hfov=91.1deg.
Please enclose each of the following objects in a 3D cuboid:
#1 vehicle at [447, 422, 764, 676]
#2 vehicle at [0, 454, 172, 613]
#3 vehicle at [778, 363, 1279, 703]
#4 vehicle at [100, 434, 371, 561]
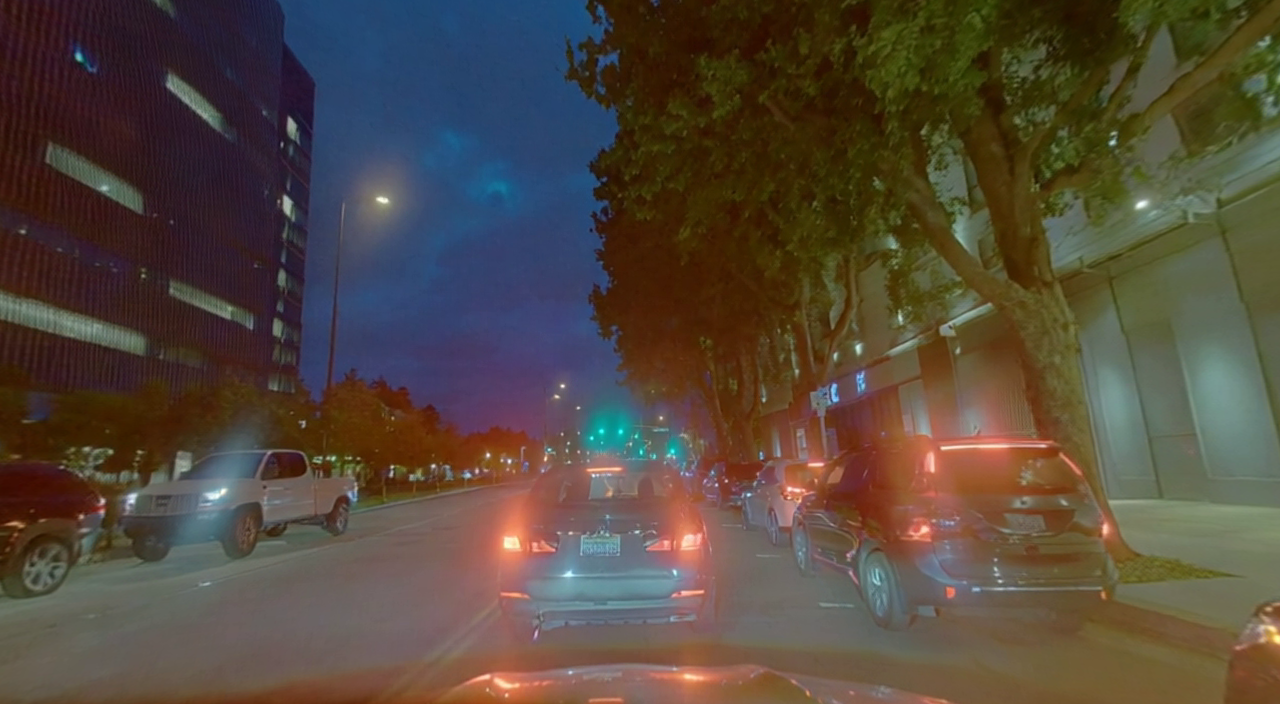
[{"bbox_3d":[-0.197,1.600,5.936,2.018,1.583,3.646,1,-10,1],"label":"vehicle"},{"bbox_3d":[-6.982,1.695,5.890,1.900,1.471,4.202,1,-10,0],"label":"vehicle"},{"bbox_3d":[2.711,1.425,5.702,1.868,1.920,4.501,1,-10,0],"label":"vehicle"},{"bbox_3d":[-6.842,2.586,11.433,1.994,1.701,4.520,-3,-12,-1],"label":"vehicle"}]
